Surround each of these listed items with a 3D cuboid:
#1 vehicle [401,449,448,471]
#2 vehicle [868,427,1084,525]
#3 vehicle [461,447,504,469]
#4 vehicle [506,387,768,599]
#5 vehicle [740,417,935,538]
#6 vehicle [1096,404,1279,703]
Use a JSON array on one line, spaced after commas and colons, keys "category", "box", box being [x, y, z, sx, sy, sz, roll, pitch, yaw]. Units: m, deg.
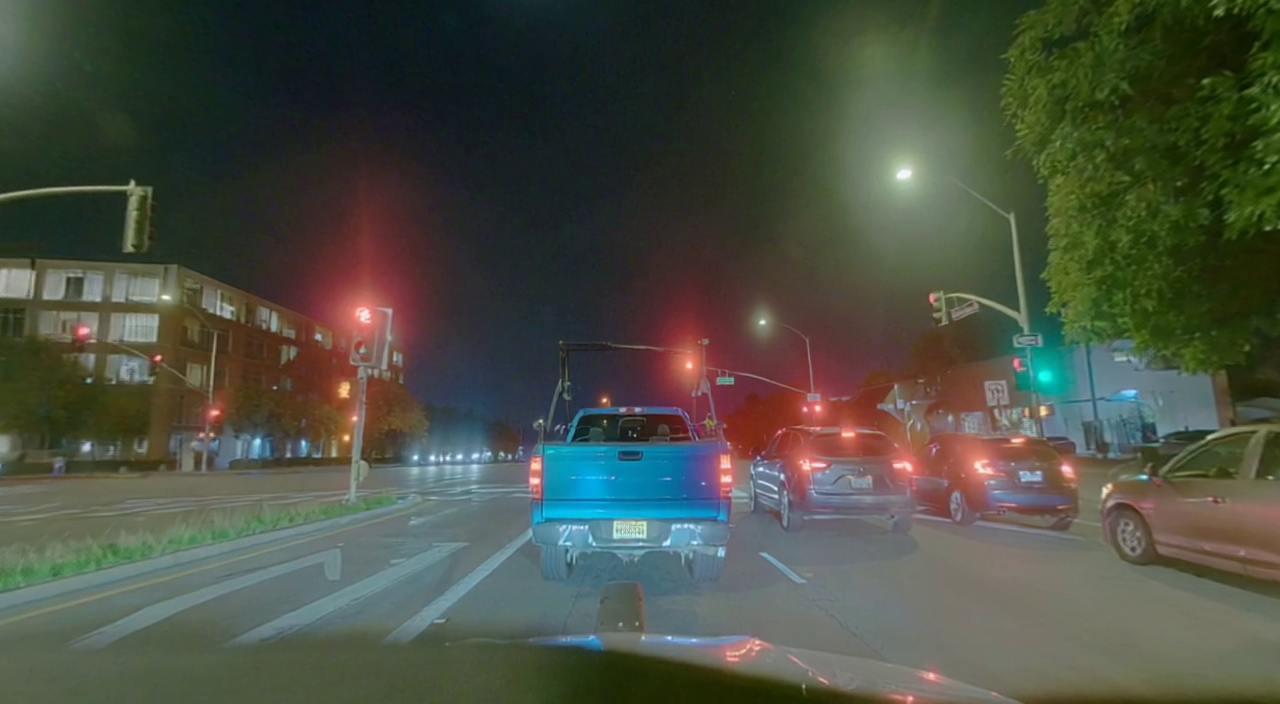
[{"category": "vehicle", "box": [-15.818, 7.893, 46.549, 1.915, 1.491, 4.347, 0, -8, 1]}, {"category": "vehicle", "box": [6.535, 2.434, 12.993, 2.002, 1.651, 4.305, 0, -8, -1]}, {"category": "vehicle", "box": [-11.747, 7.912, 47.399, 1.989, 1.459, 4.667, 0, -8, 0]}, {"category": "vehicle", "box": [-0.127, 1.592, 8.037, 2.344, 1.883, 4.572, 0, -8, -3]}, {"category": "vehicle", "box": [3.233, 2.155, 11.478, 2.013, 1.742, 4.424, 0, -8, -1]}, {"category": "vehicle", "box": [3.248, 0.712, 0.794, 2.057, 1.463, 4.365, 0, -8, 0]}]
